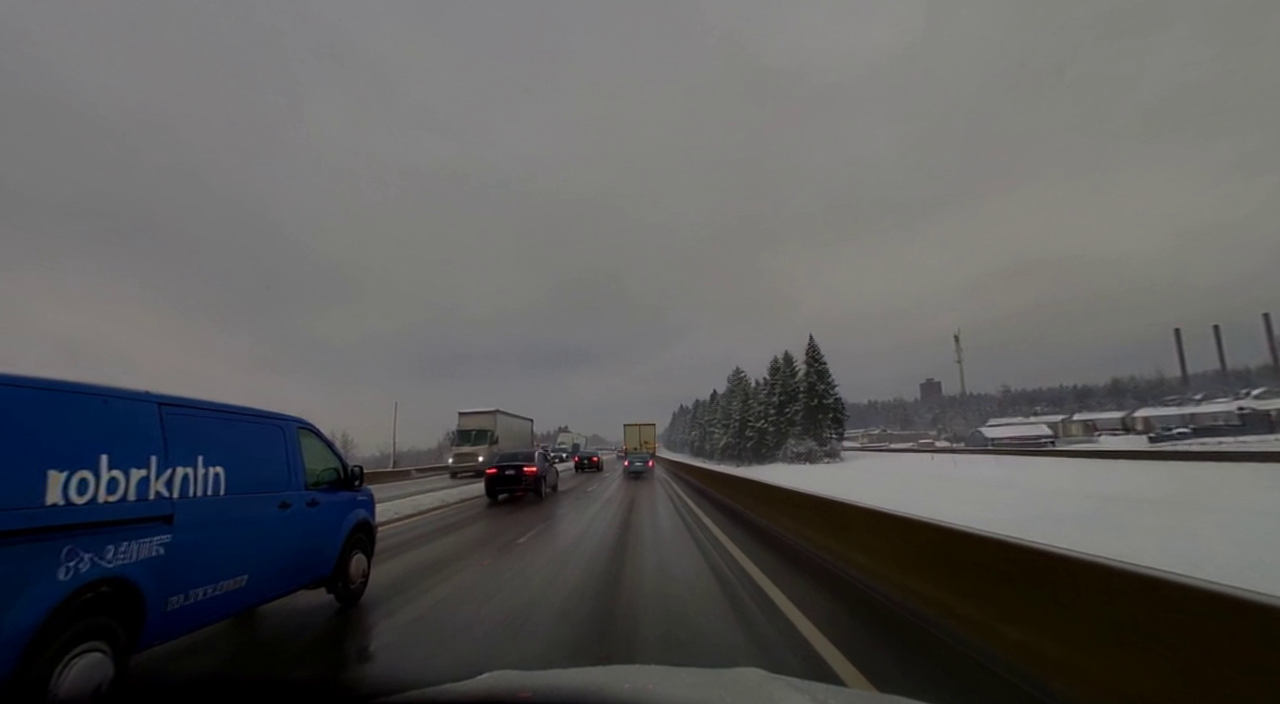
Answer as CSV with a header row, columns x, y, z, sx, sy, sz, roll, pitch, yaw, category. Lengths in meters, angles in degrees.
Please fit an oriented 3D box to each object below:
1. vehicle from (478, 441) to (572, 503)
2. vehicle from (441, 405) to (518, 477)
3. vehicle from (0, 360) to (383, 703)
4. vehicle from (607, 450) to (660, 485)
x,y,z,sx,sy,sz,roll,pitch,yaw,category
-3.231,3.459,18.631,1.937,1.600,4.141,0,-9,1,vehicle
-10.000,5.673,40.099,3.178,4.169,6.323,0,-9,0,vehicle
-3.329,1.046,3.257,2.117,1.688,4.582,0,-9,-1,vehicle
-0.300,4.906,27.100,2.095,1.393,3.908,0,-9,-1,vehicle
